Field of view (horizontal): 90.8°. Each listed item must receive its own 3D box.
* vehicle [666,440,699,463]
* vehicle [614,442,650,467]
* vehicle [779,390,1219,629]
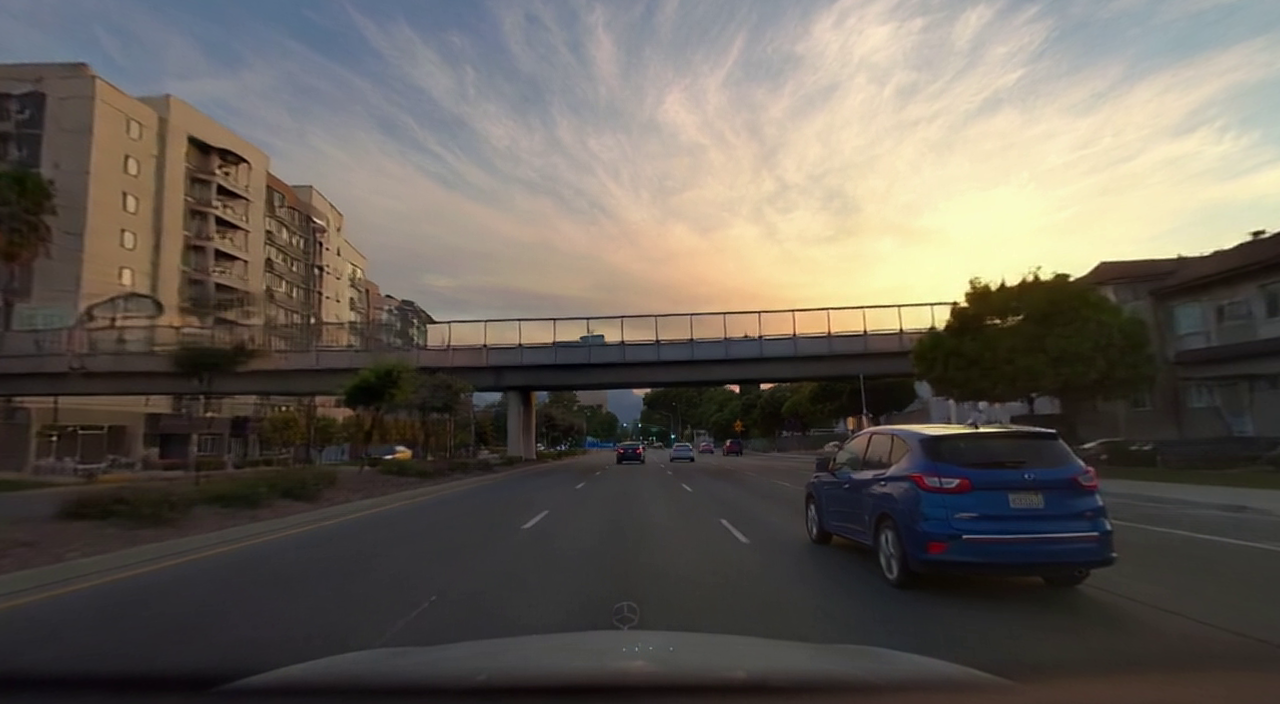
[{"bbox_3d":[3.195,7.542,48.008,2.165,1.708,3.928,0,-8,-2],"label":"vehicle"},{"bbox_3d":[-0.484,6.542,40.628,2.173,1.498,4.528,0,-8,1],"label":"vehicle"},{"bbox_3d":[3.153,1.494,7.036,2.130,1.741,4.665,0,-8,0],"label":"vehicle"}]
